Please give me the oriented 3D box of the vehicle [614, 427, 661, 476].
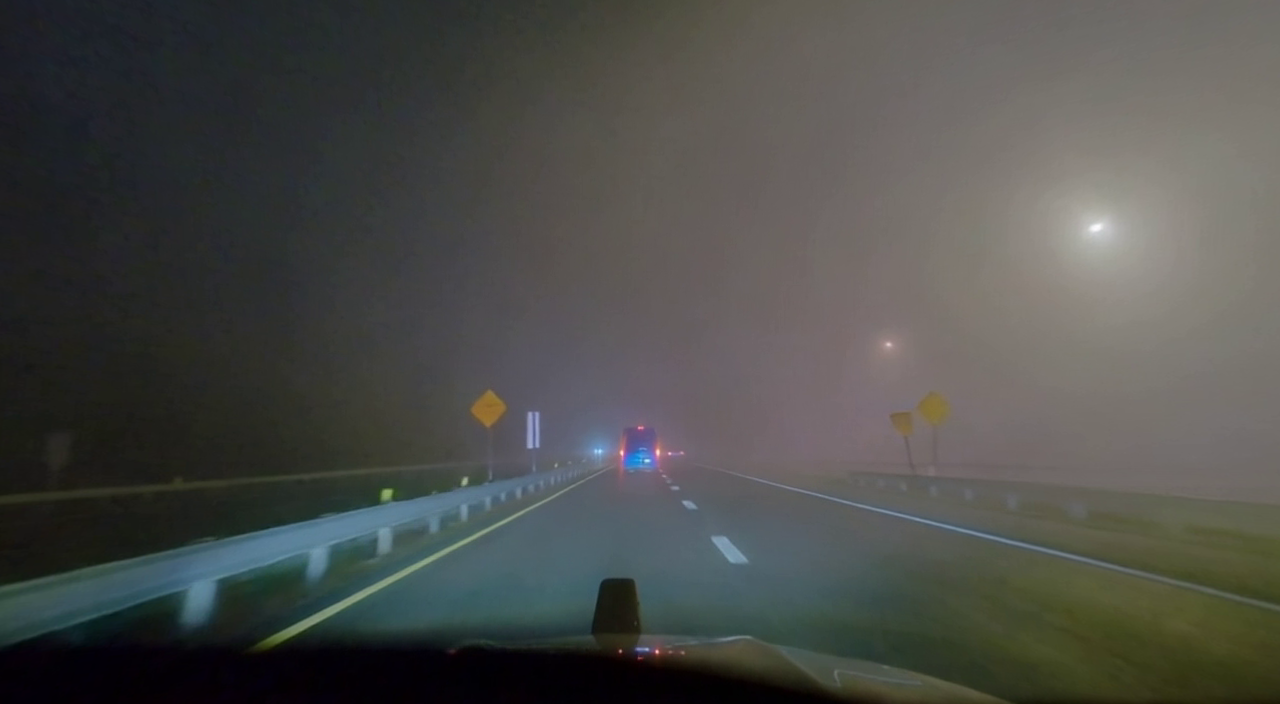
[{"bbox_3d":[-0.138,5.852,36.854,2.560,2.598,5.581,0,-9,0],"label":"vehicle"}]
